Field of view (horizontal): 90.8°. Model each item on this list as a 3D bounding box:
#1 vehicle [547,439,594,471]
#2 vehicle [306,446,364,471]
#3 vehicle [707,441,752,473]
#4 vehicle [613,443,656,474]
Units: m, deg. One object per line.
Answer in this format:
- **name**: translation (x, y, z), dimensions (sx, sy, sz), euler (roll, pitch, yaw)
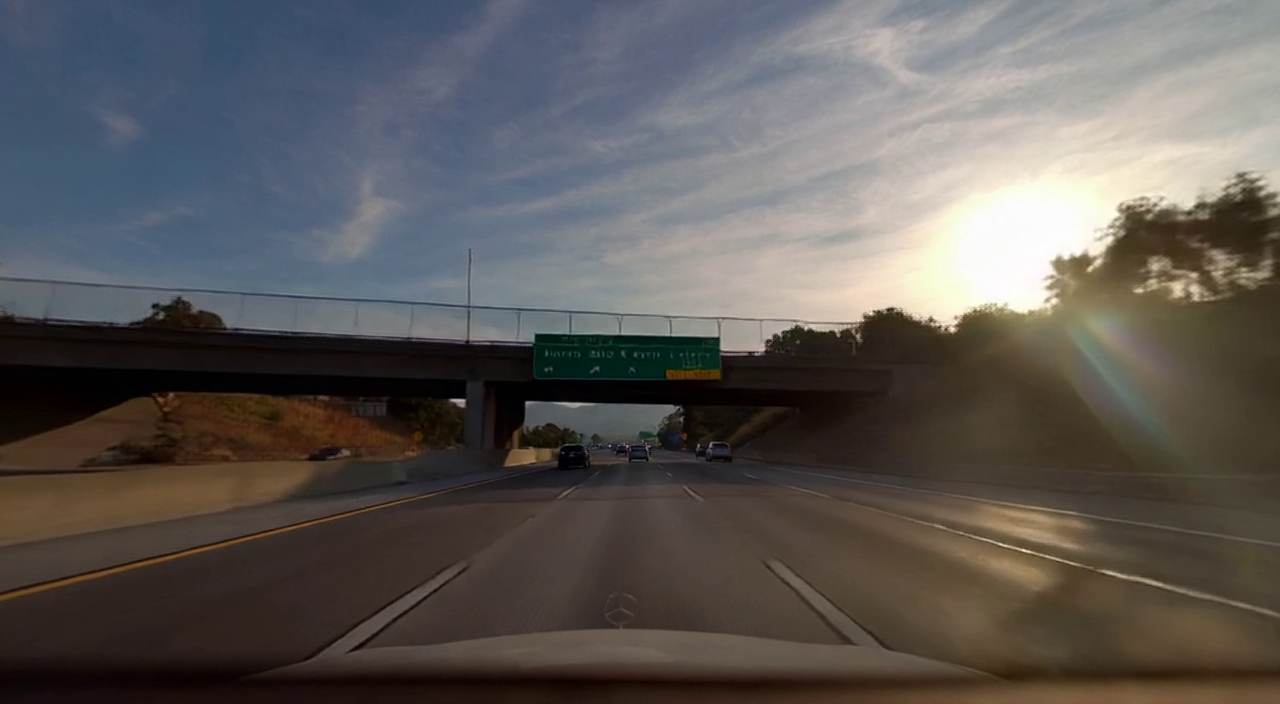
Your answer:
- **vehicle**: translation (-4.015, 6.033, 37.312), dimensions (2.113, 1.756, 4.471), euler (0, -9, 2)
- **vehicle**: translation (-20.612, 7.186, 42.867), dimensions (1.833, 1.566, 4.025), euler (0, -9, 1)
- **vehicle**: translation (4.916, 5.816, 35.241), dimensions (1.936, 1.625, 3.991), euler (0, -9, 1)
- **vehicle**: translation (-0.225, 5.435, 32.477), dimensions (2.075, 1.486, 4.007), euler (0, -9, 1)
